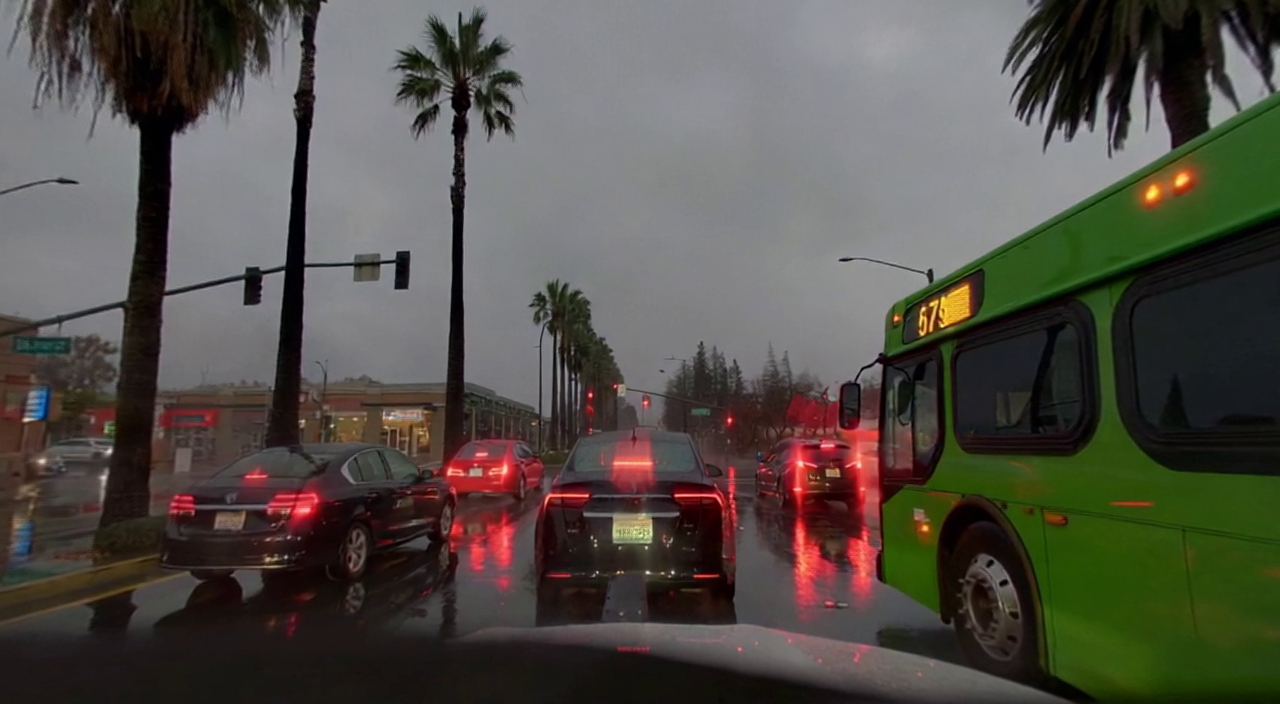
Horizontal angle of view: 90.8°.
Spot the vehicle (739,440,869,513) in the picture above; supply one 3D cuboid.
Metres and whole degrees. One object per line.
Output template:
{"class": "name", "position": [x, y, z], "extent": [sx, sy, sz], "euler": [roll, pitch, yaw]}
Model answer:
{"class": "vehicle", "position": [3.704, 2.879, 15.168], "extent": [1.989, 1.467, 4.364], "euler": [0, -9, 1]}

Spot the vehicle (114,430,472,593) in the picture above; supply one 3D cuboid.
{"class": "vehicle", "position": [-3.628, 1.721, 7.705], "extent": [1.919, 1.415, 4.178], "euler": [0, -9, 1]}

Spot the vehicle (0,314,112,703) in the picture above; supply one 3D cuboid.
{"class": "vehicle", "position": [-3.569, 0.468, 0.338], "extent": [2.145, 1.824, 4.974], "euler": [0, -9, 2]}

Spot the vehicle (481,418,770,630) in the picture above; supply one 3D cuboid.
{"class": "vehicle", "position": [-0.113, 1.521, 6.503], "extent": [2.060, 1.499, 3.831], "euler": [0, -9, 0]}
